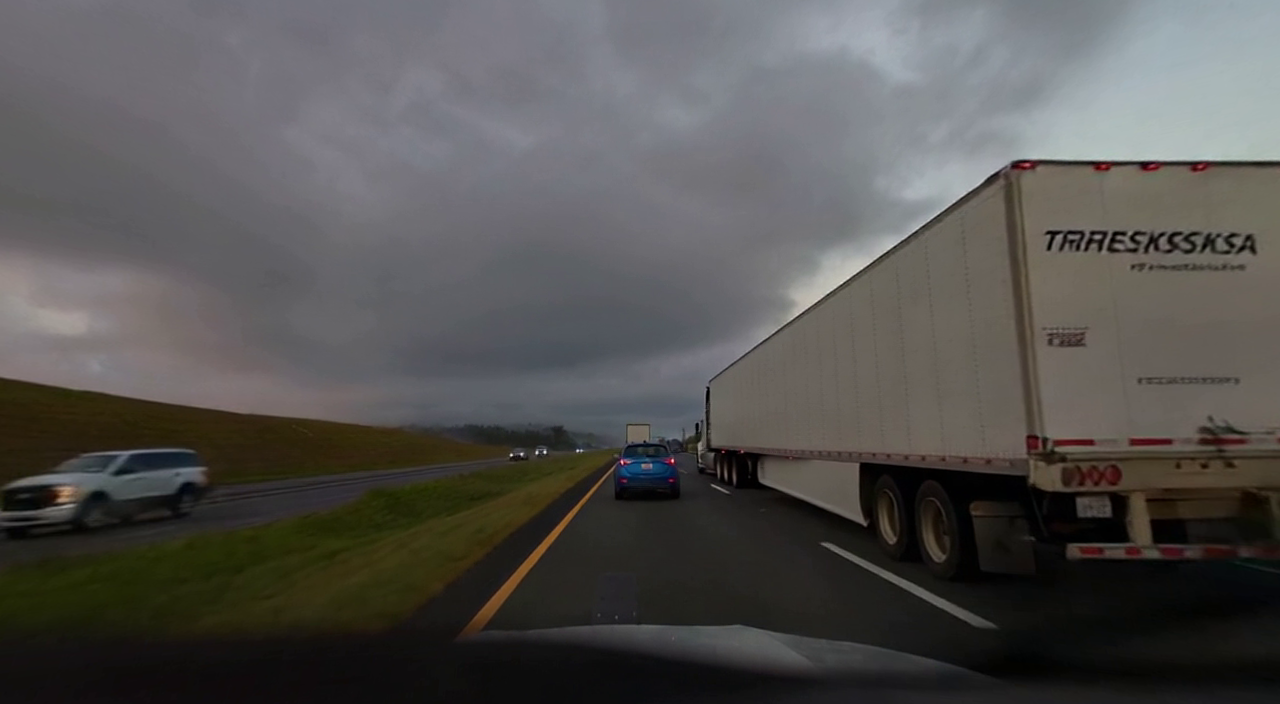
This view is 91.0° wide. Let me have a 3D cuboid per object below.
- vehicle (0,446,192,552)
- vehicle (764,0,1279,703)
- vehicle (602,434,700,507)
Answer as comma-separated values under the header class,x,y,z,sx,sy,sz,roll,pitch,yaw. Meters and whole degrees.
class,x,y,z,sx,sy,sz,roll,pitch,yaw
vehicle,-11.638,2.801,12.744,1.988,1.727,4.217,-1,-8,0
vehicle,4.544,0.361,8.251,3.235,4.197,9.908,0,-8,-3
vehicle,0.236,2.771,15.210,2.045,1.507,3.763,-1,-8,0
